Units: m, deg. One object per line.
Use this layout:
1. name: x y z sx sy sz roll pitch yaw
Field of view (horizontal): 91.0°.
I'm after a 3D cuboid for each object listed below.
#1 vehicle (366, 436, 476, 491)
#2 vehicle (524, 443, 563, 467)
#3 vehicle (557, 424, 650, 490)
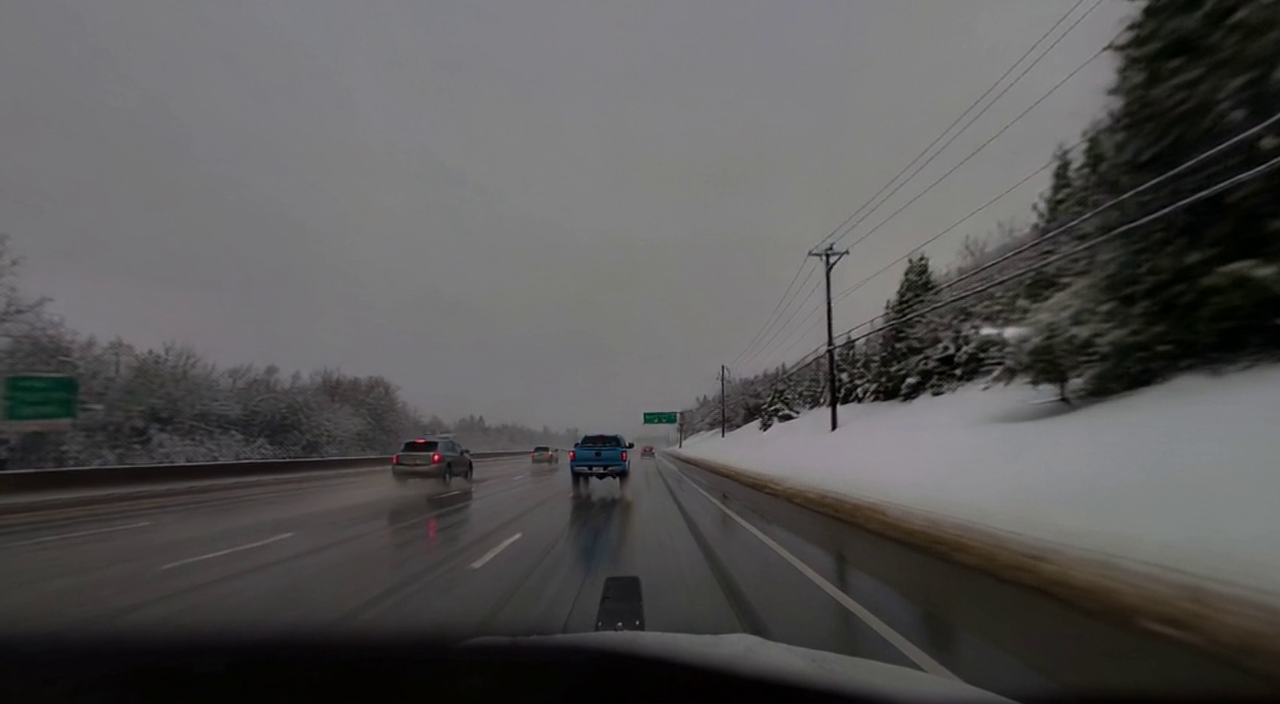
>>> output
1. vehicle: -7.172 3.685 21.191 2.055 1.618 4.457 0 -9 1
2. vehicle: -7.354 7.867 48.369 2.143 1.688 4.776 0 -9 1
3. vehicle: -1.152 3.830 23.337 2.972 2.087 6.126 0 -9 0
